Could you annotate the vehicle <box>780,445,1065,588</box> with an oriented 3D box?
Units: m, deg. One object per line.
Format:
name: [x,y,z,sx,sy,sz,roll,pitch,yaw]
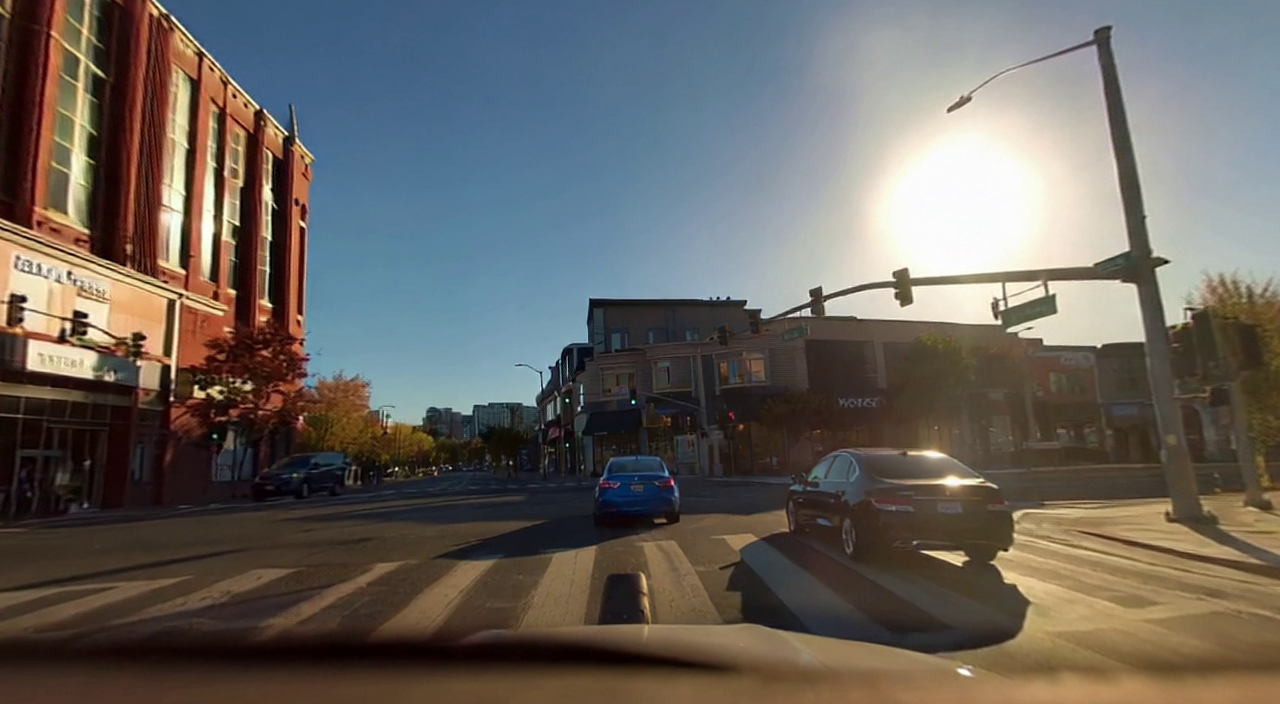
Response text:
vehicle: [3.347,1.984,8.522,1.860,1.430,4.089,0,-8,-1]

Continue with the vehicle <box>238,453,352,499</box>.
vehicle: [-14.980,5.372,27.781,2.126,1.782,4.880,0,-8,2]

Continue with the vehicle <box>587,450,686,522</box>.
vehicle: [-0.086,3.173,15.469,2.094,1.481,4.078,0,-8,0]
